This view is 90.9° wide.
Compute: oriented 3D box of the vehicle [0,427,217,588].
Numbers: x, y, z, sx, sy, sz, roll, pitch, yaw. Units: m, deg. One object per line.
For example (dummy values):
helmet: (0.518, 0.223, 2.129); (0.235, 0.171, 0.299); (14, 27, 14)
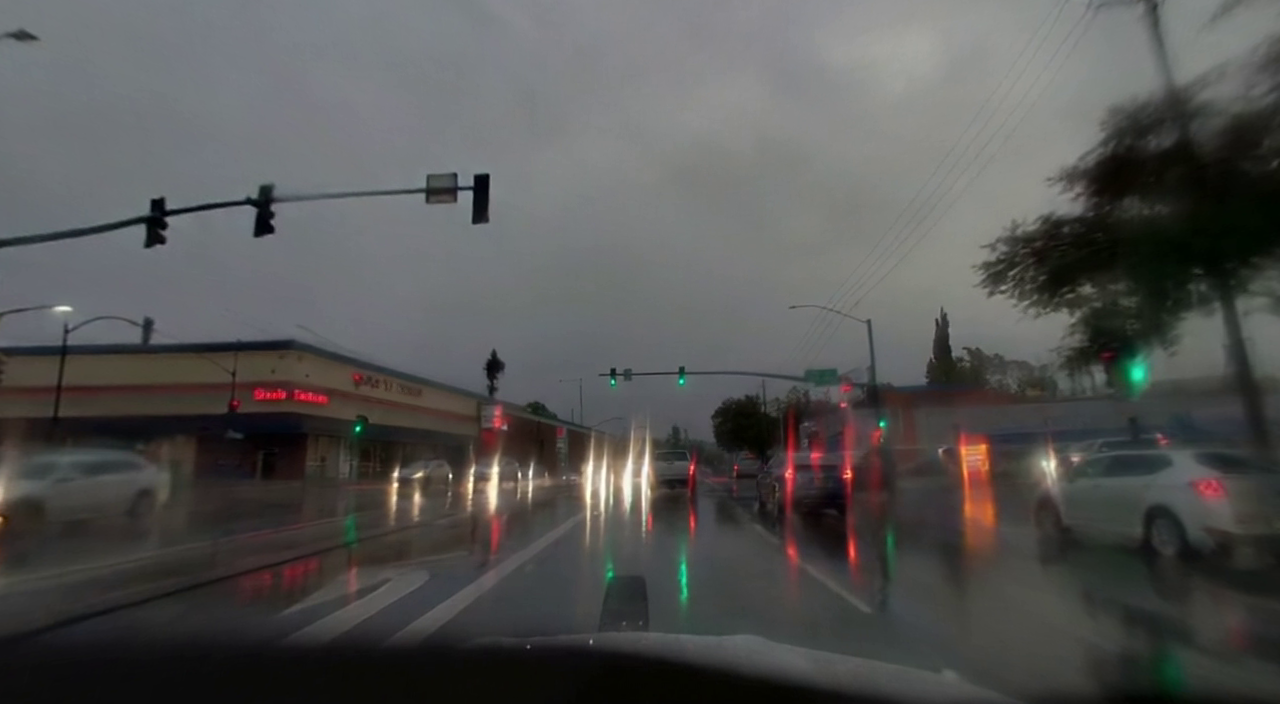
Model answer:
vehicle: (-7.861, 1.832, 7.815); (1.995, 1.718, 4.442); (0, -8, 2)

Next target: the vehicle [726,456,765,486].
vehicle: (6.751, 7.619, 40.780); (2.036, 1.719, 4.318); (-1, -8, 4)

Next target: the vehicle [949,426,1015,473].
vehicle: (20.129, 5.720, 37.015); (2.521, 2.491, 5.455); (-7, -11, 35)

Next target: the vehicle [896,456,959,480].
vehicle: (18.981, 7.605, 41.528); (4.373, 1.399, 2.052); (7, -11, -41)

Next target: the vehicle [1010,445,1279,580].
vehicle: (7.746, 2.109, 9.282); (1.911, 1.466, 4.572); (0, -8, 2)

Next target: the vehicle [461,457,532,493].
vehicle: (-6.774, 5.842, 30.366); (1.993, 1.491, 4.673); (-1, -8, 5)

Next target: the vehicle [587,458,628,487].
vehicle: (-2.115, 8.037, 42.359); (2.041, 1.494, 4.647); (-3, -6, 5)

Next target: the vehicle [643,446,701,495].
vehicle: (1.394, 4.897, 26.622); (2.210, 1.861, 4.280); (-1, -8, 4)

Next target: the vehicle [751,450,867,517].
vehicle: (4.304, 3.384, 16.896); (1.963, 1.484, 4.609); (0, -8, 2)

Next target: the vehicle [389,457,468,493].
vehicle: (-10.367, 6.044, 31.310); (1.938, 1.506, 4.771); (-1, -8, 5)
